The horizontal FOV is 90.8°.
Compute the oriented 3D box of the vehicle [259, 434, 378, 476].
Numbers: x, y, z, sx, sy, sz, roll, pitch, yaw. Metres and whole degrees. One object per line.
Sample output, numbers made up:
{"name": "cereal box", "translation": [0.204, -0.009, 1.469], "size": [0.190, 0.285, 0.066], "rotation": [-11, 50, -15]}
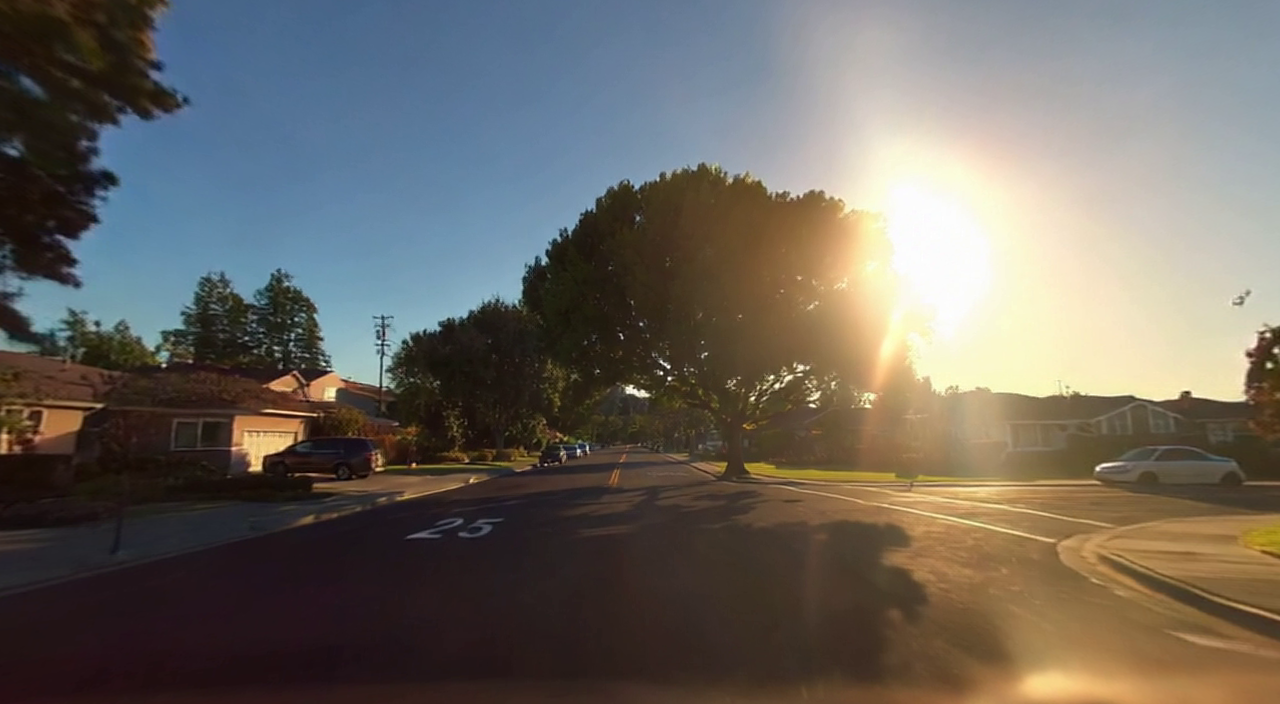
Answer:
{"name": "vehicle", "translation": [-13.453, 4.340, 26.606], "size": [3.921, 1.629, 1.832], "rotation": [0, -10, 2]}

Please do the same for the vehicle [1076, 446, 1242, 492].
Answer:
{"name": "vehicle", "translation": [20.162, 4.529, 24.717], "size": [4.607, 1.694, 2.106], "rotation": [0, -9, -1]}
